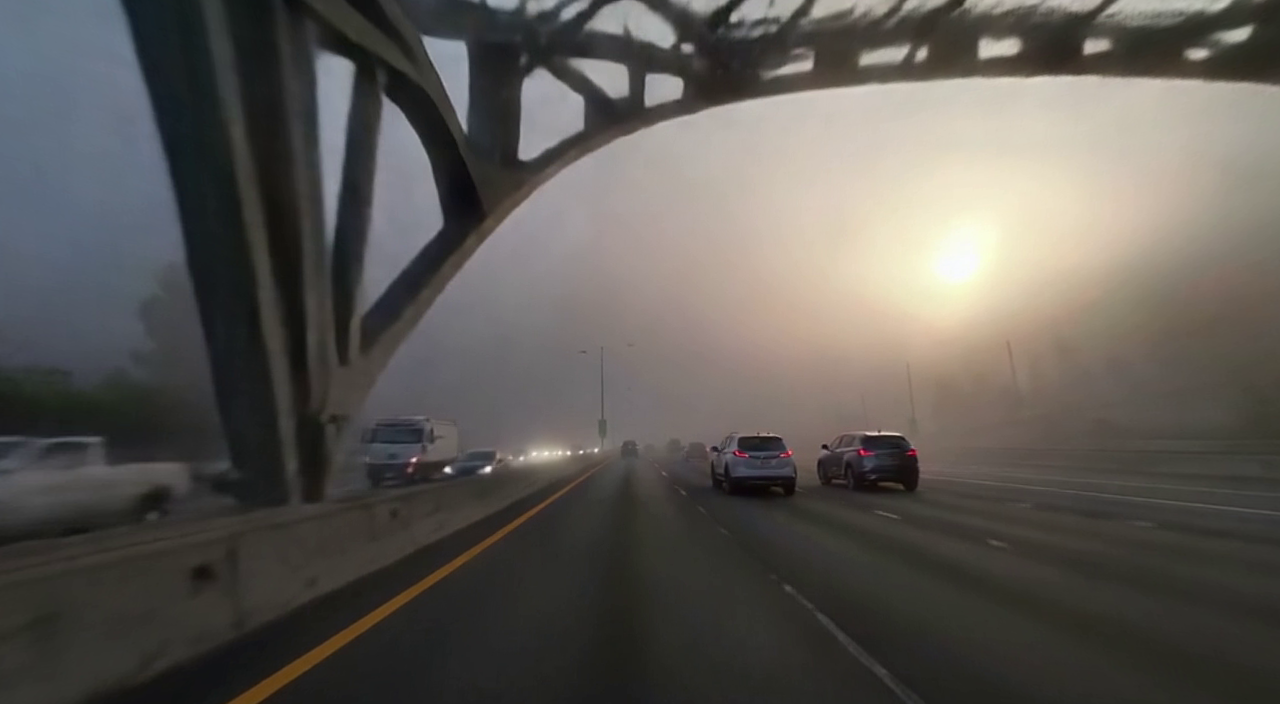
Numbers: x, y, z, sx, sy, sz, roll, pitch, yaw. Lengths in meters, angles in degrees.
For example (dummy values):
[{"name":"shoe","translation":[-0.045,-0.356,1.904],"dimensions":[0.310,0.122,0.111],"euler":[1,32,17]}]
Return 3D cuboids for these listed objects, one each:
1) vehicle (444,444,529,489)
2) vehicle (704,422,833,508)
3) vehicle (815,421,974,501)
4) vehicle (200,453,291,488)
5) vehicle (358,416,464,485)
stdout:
[{"name":"vehicle","translation":[-5.604,4.229,23.727],"dimensions":[2.026,1.474,4.578],"euler":[0,-9,0]},{"name":"vehicle","translation":[2.826,2.613,14.976],"dimensions":[2.059,1.711,4.302],"euler":[0,-9,-1]},{"name":"vehicle","translation":[6.488,2.844,16.901],"dimensions":[2.040,1.801,4.959],"euler":[0,-9,-2]},{"name":"vehicle","translation":[-20.670,6.201,33.370],"dimensions":[1.957,1.674,4.417],"euler":[0,-9,0]},{"name":"vehicle","translation":[-10.078,4.444,28.595],"dimensions":[2.307,2.726,6.596],"euler":[0,-9,0]}]
